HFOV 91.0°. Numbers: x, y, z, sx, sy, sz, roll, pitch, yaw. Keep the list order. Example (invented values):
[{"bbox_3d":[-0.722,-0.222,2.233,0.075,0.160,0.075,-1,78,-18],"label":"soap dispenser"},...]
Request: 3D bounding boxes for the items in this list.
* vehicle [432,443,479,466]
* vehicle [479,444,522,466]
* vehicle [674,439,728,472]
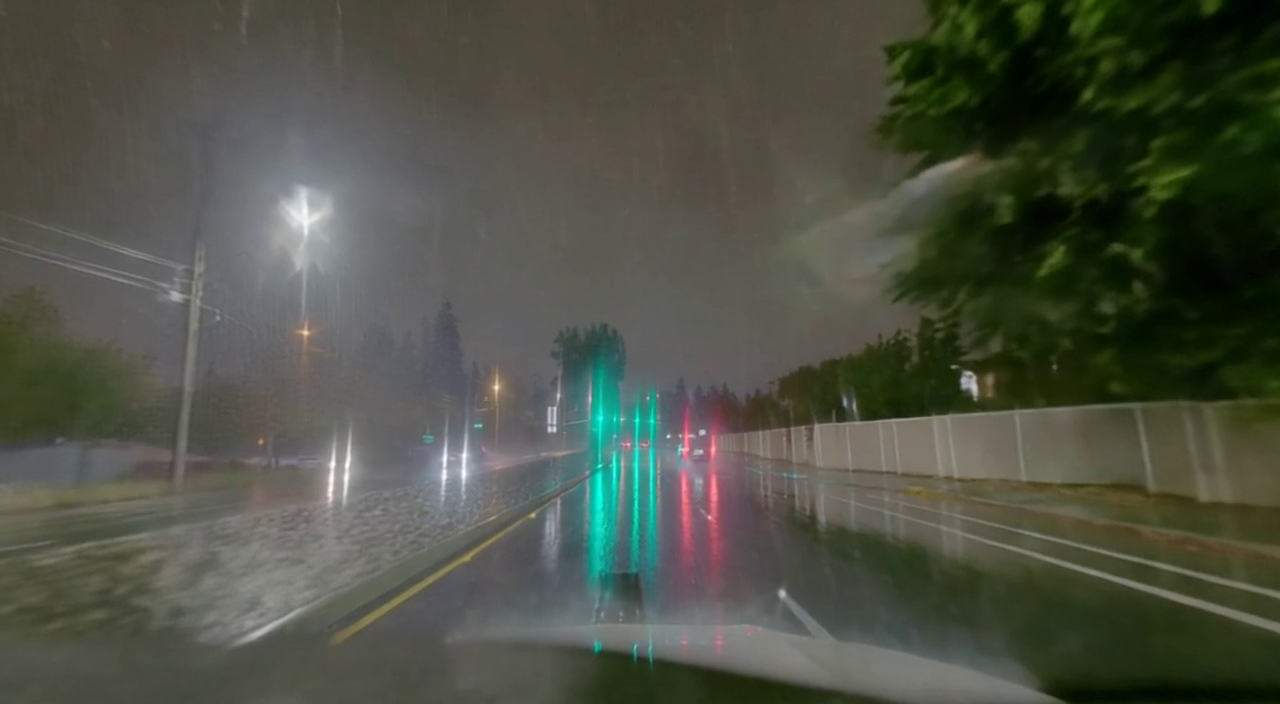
[{"bbox_3d":[-13.471,7.502,46.223,2.036,1.645,4.468,0,-9,1],"label":"vehicle"},{"bbox_3d":[-9.481,7.035,43.144,1.833,1.420,4.327,0,-9,2],"label":"vehicle"},{"bbox_3d":[2.933,5.111,31.173,2.105,1.490,4.008,0,-9,-2],"label":"vehicle"}]
